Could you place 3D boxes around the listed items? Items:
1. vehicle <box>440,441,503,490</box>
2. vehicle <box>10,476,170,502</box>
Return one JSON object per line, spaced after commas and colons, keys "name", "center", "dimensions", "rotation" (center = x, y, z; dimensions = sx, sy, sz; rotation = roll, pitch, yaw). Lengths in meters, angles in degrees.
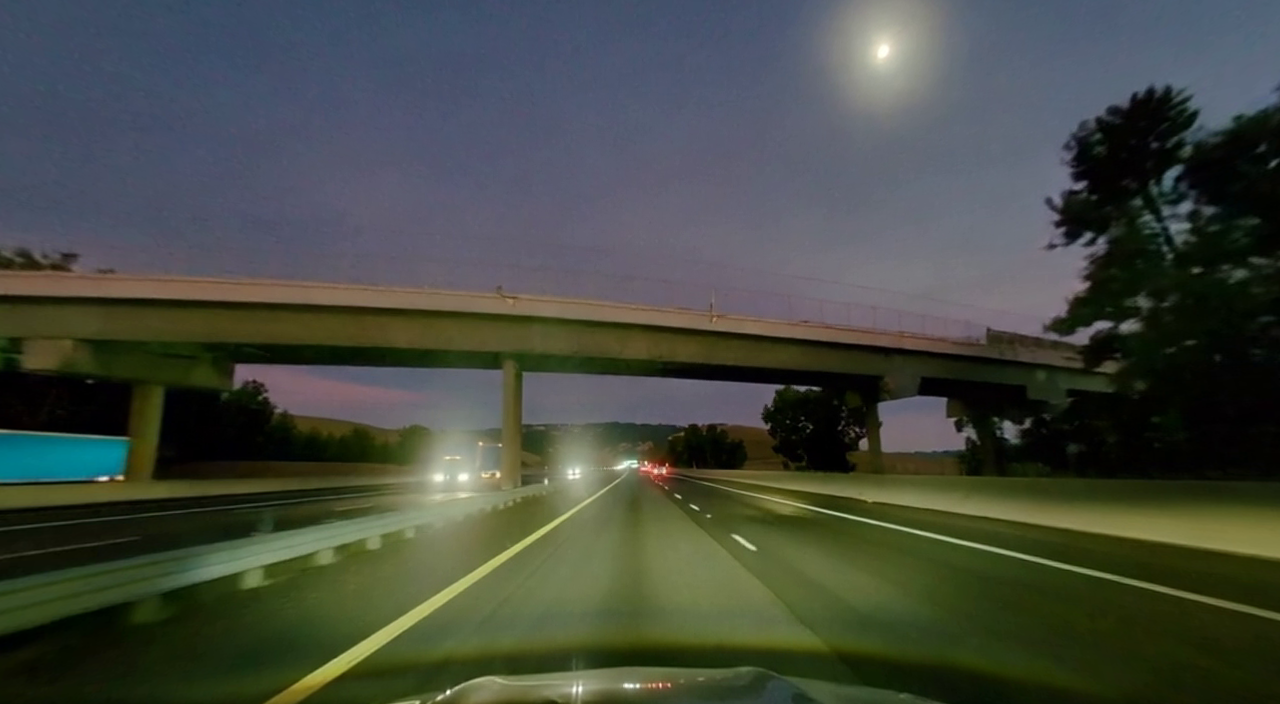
{"name": "vehicle", "center": [-13.094, 8.972, 49.665], "dimensions": [2.833, 3.465, 7.407], "rotation": [1, -10, 0]}
{"name": "vehicle", "center": [-30.897, 7.754, 35.957], "dimensions": [2.416, 1.131, 7.589], "rotation": [1, -10, 0]}
